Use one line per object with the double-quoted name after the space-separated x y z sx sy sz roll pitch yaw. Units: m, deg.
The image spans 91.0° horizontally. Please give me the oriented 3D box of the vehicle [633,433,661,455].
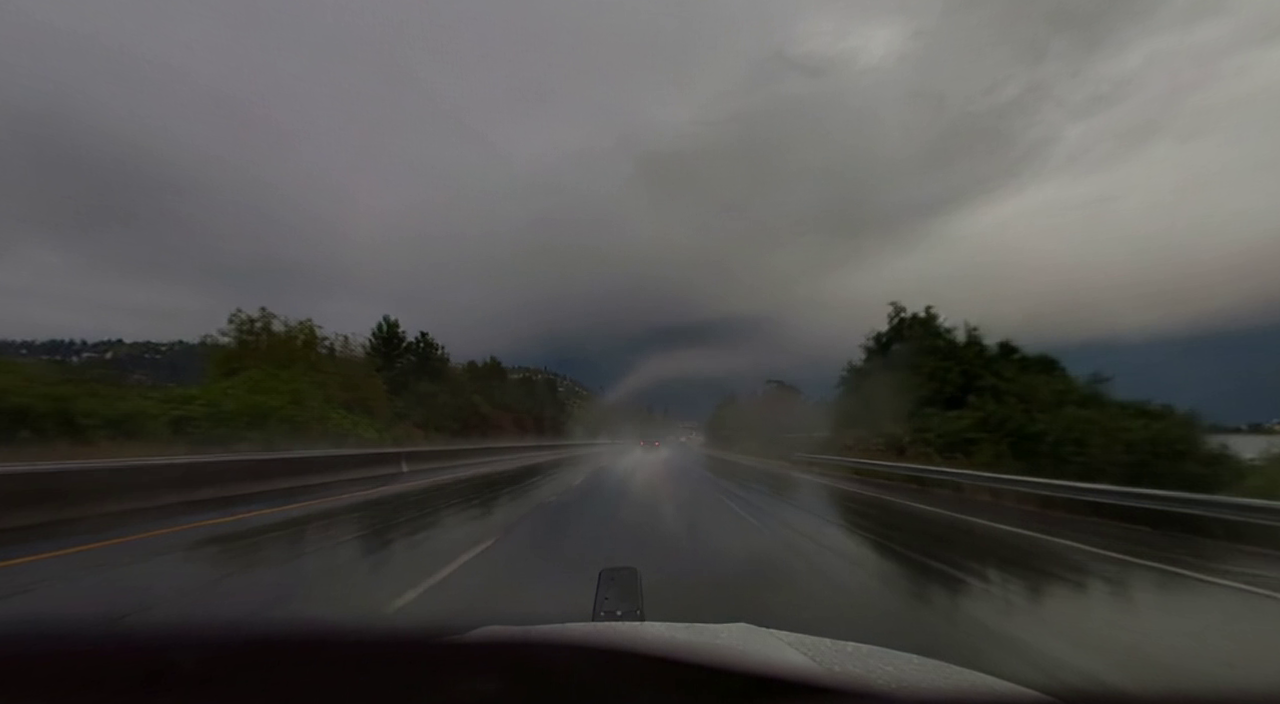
0.542 7.216 49.428 2.058 1.649 3.942 0 -8 0 "vehicle"
